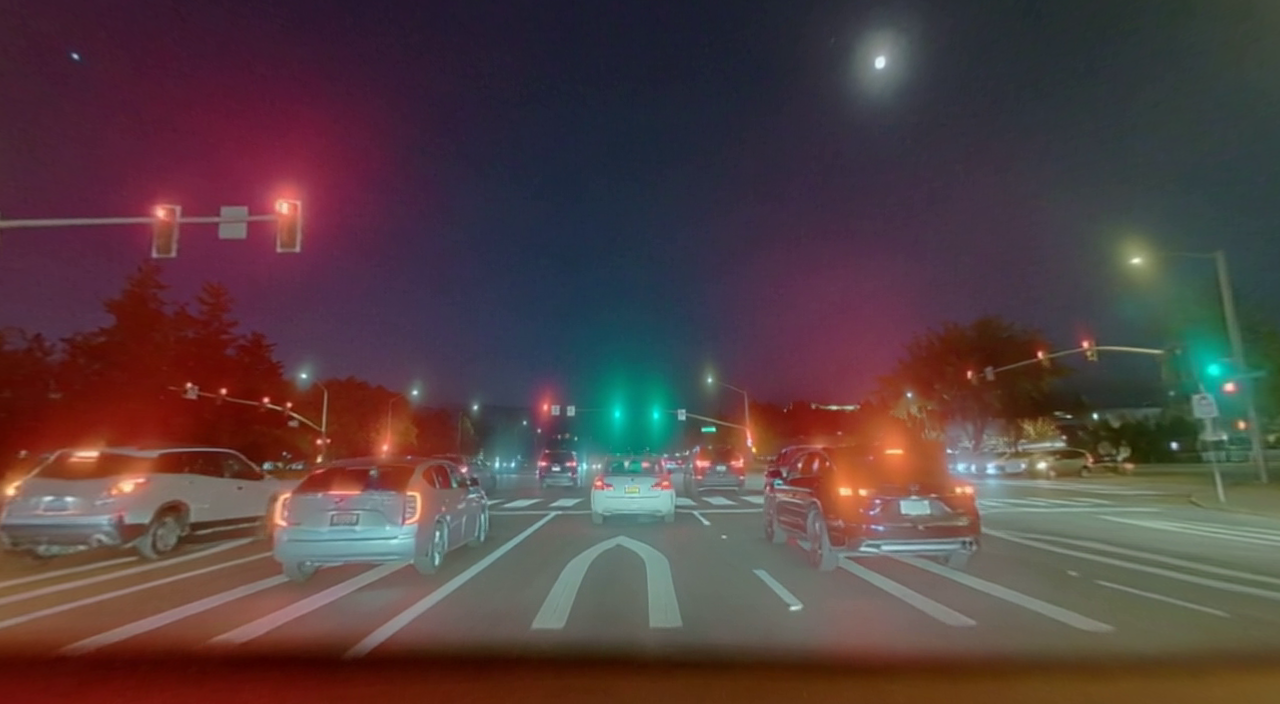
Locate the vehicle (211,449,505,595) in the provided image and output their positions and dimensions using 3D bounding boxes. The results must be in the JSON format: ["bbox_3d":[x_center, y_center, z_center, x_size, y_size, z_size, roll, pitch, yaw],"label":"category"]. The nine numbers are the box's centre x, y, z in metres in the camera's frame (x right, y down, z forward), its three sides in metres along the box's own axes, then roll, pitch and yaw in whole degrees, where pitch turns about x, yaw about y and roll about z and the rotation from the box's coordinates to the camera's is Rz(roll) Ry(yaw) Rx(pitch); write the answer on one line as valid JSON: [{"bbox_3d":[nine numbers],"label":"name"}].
[{"bbox_3d":[-3.375,2.096,8.782,2.045,1.463,4.490,0,-9,0],"label":"vehicle"}]

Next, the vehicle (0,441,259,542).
[{"bbox_3d":[-10.189,2.732,13.090,1.934,1.713,4.281,0,-9,-1],"label":"vehicle"}]

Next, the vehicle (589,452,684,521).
[{"bbox_3d":[-0.106,3.296,15.977,2.098,1.461,3.958,0,-9,-1],"label":"vehicle"}]

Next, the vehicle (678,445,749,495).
[{"bbox_3d":[2.778,4.589,24.961,2.138,1.778,4.422,0,-9,-1],"label":"vehicle"}]

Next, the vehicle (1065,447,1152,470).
[{"bbox_3d":[31.130,7.087,42.041,4.357,1.444,1.783,0,-9,-2],"label":"vehicle"}]

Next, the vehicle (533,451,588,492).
[{"bbox_3d":[-3.629,5.516,29.505,2.033,1.714,4.278,0,-9,0],"label":"vehicle"}]

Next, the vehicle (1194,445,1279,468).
[{"bbox_3d":[40.038,6.944,42.024,4.644,1.430,1.781,0,-9,-1],"label":"vehicle"}]

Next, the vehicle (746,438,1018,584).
[{"bbox_3d":[3.068,2.110,9.419,1.996,1.566,4.917,0,-9,-1],"label":"vehicle"}]
